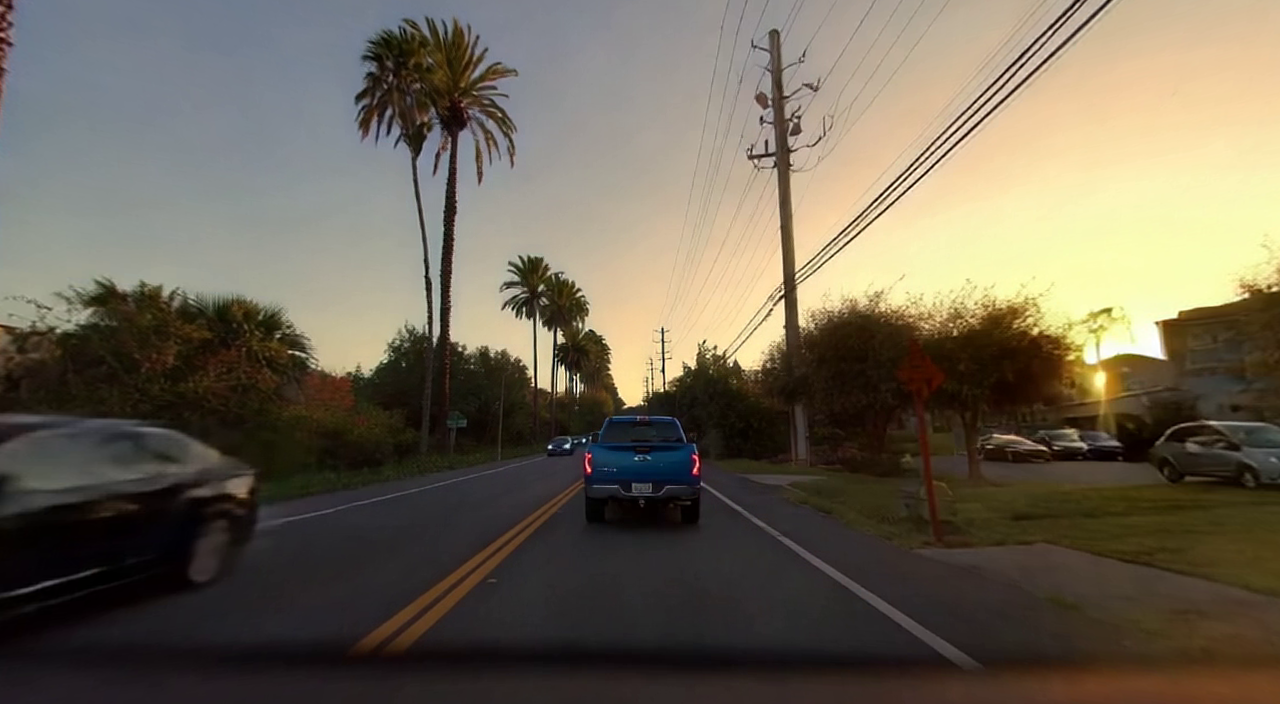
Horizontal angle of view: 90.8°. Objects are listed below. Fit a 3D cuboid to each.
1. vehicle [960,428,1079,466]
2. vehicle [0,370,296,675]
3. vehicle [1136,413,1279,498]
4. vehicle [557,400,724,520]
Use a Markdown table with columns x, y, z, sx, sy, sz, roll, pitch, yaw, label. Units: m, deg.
| x | y | z | sx | sy | sz | roll | pitch | yaw | label |
| --- | --- | --- | --- | --- | --- | --- | --- | --- | --- |
| 20.350 | 5.158 | 34.376 | 2.277 | 1.836 | 6.267 | 0 | -9 | -4 | vehicle |
| -4.970 | 1.107 | 4.341 | 2.271 | 1.798 | 5.412 | 0 | -8 | -1 | vehicle |
| 16.115 | 2.765 | 17.112 | 2.338 | 1.917 | 6.076 | -3 | -9 | 20 | vehicle |
| 0.017 | 2.293 | 13.880 | 2.848 | 2.047 | 5.885 | 0 | -8 | 0 | vehicle |
